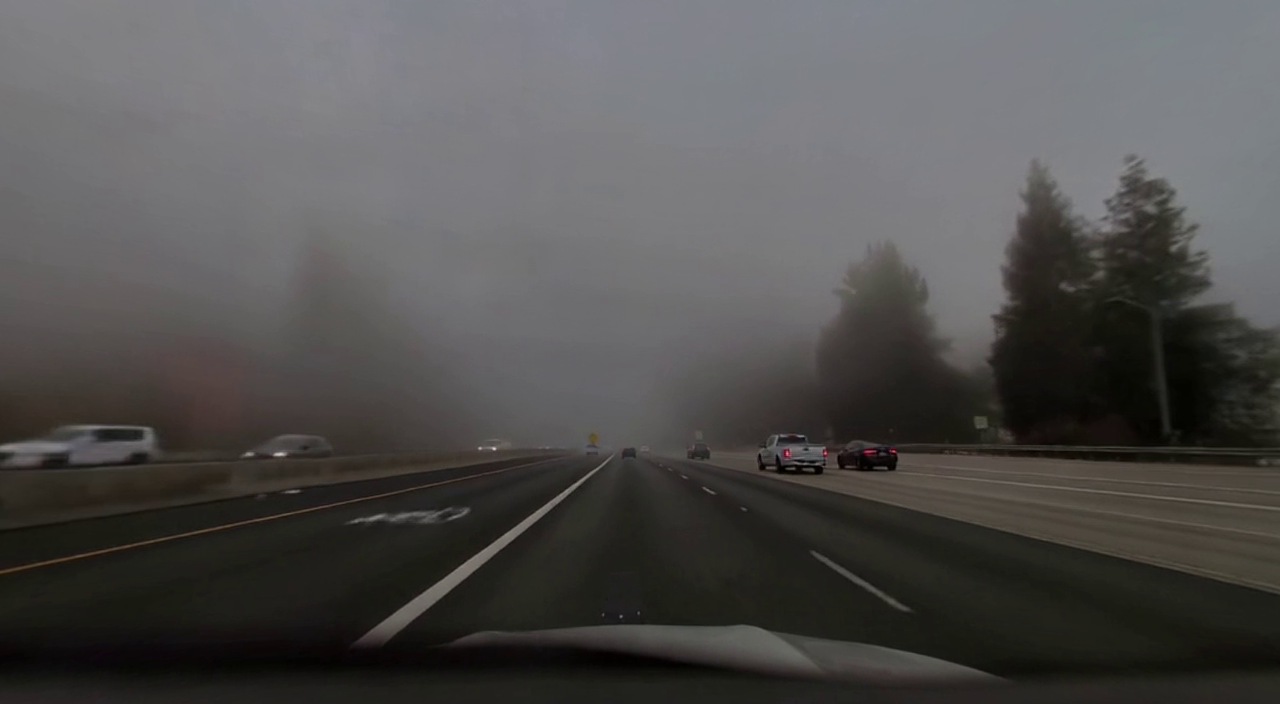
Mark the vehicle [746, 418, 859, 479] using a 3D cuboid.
[{"bbox_3d":[6.938,4.313,28.301,2.779,2.339,8.073,0,-8,-1],"label":"vehicle"}]

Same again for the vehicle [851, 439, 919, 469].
[{"bbox_3d":[14.238,5.927,36.822,2.072,1.611,4.387,0,-8,-2],"label":"vehicle"}]

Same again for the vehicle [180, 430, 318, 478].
[{"bbox_3d":[-17.151,4.520,28.141,2.325,1.901,6.074,0,-8,0],"label":"vehicle"}]

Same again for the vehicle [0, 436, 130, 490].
[{"bbox_3d":[-21.239,3.709,21.275,2.519,1.642,6.530,0,-8,0],"label":"vehicle"}]
